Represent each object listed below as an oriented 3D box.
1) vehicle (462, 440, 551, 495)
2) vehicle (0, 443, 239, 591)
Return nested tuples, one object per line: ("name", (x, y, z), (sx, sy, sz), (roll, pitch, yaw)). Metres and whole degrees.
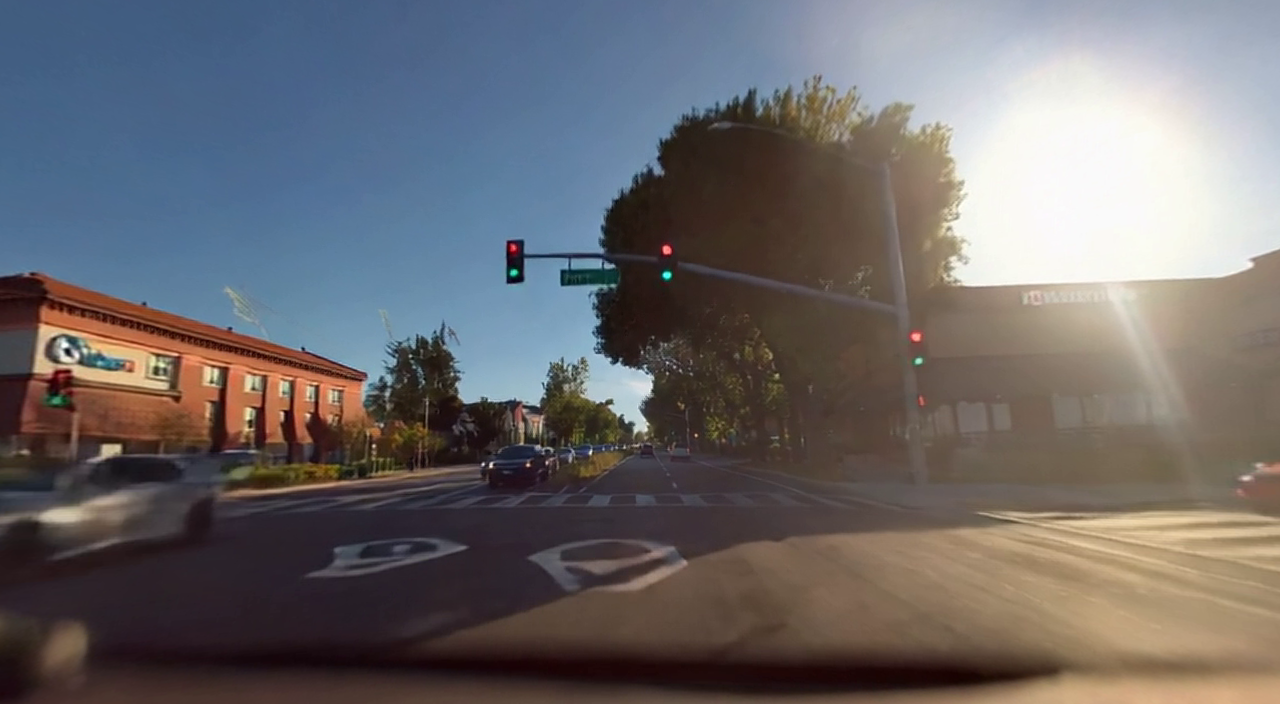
("vehicle", (-4.546, 3.975, 22.147), (2.070, 1.481, 4.266), (-5, -7, 1))
("vehicle", (-7.610, 1.959, 8.192), (1.974, 1.521, 4.197), (0, -8, 1))
